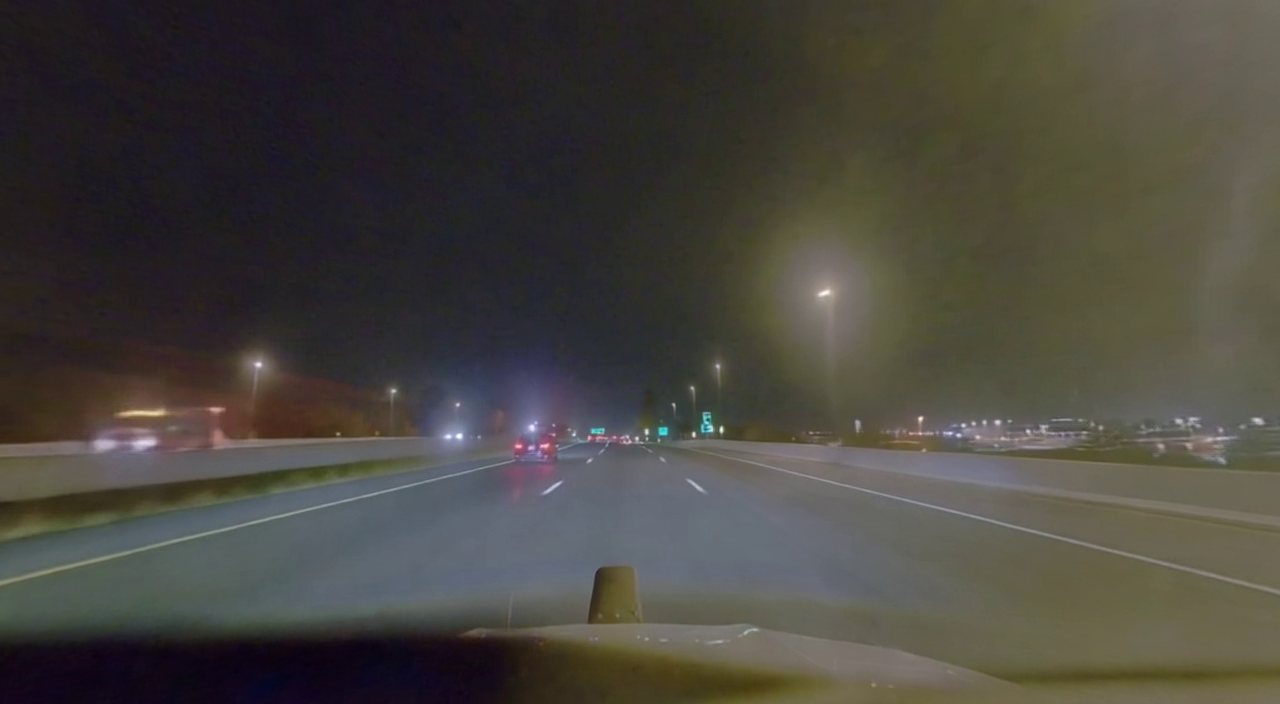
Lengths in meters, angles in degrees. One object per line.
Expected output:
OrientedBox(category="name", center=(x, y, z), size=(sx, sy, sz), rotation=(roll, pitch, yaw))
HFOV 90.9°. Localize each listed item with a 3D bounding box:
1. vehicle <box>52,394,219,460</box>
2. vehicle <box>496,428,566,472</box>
OrientedBox(category="vehicle", center=(-24.087, 3.689, 30.685), size=(2.554, 2.856, 6.856), rotation=(0, -8, -2))
OrientedBox(category="vehicle", center=(-4.223, 3.859, 25.087), size=(2.062, 1.591, 4.156), rotation=(0, -8, 0))
